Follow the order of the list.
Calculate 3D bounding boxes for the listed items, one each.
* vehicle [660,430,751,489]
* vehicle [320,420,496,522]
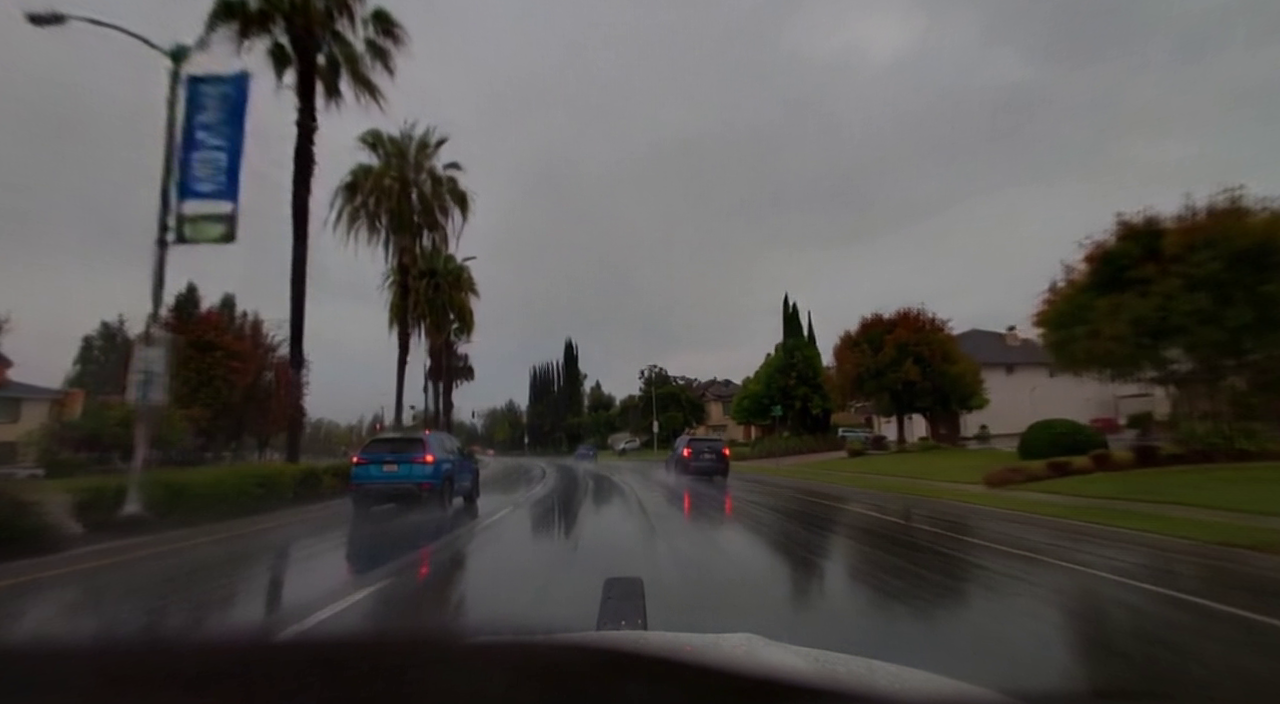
[{"bbox_3d":[2.126,3.719,22.011,2.195,1.804,4.658,1,-9,-7],"label":"vehicle"},{"bbox_3d":[-4.622,2.452,13.493,2.150,1.768,4.868,1,-9,-3],"label":"vehicle"}]
